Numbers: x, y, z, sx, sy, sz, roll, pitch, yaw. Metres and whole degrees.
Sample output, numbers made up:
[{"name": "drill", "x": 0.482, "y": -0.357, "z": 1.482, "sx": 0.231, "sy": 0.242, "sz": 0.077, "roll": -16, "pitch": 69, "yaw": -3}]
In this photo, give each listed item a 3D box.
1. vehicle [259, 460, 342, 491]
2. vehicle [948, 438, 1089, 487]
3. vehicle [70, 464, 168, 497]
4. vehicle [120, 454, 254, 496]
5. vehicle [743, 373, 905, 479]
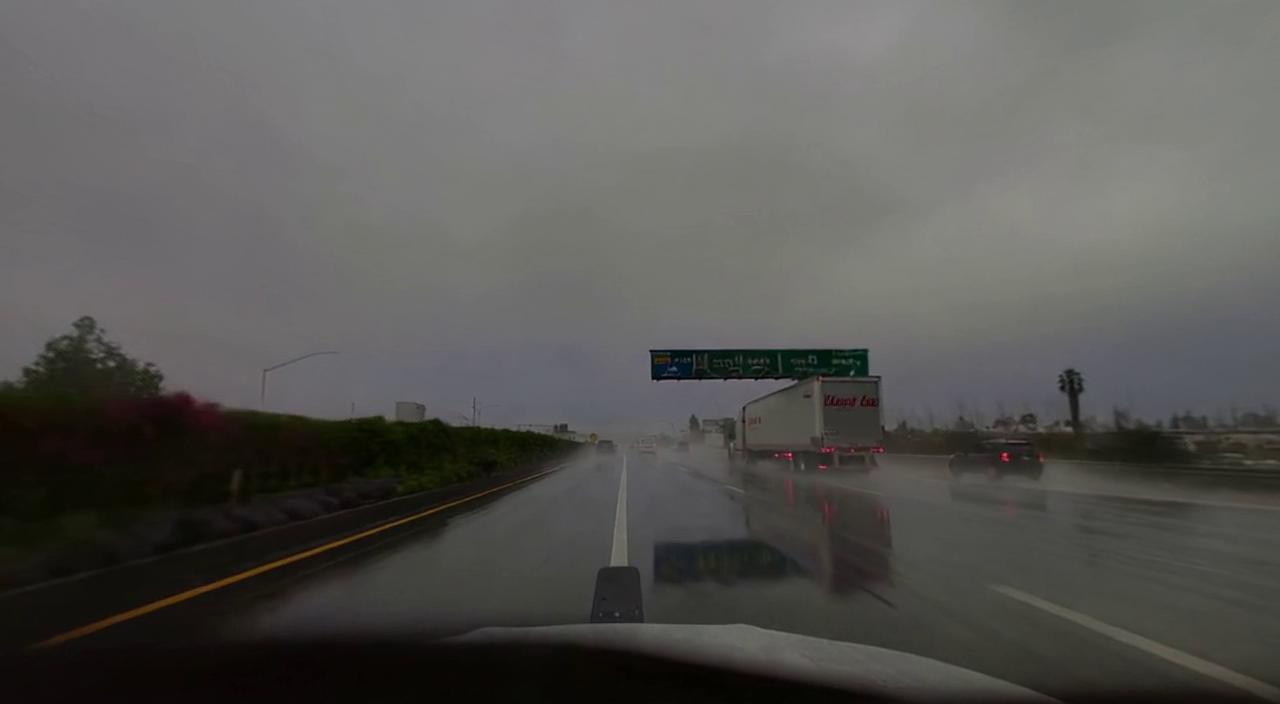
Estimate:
[{"name": "vehicle", "x": -18.234, "y": 6.623, "z": 34.219, "sx": 1.996, "sy": 1.446, "sz": 4.592, "roll": 0, "pitch": -9, "yaw": -1}, {"name": "vehicle", "x": 12.490, "y": 3.651, "z": 21.238, "sx": 1.862, "sy": 1.462, "sz": 4.459, "roll": 0, "pitch": -9, "yaw": -2}, {"name": "vehicle", "x": -33.355, "y": 8.204, "z": 40.676, "sx": 2.005, "sy": 1.824, "sz": 4.923, "roll": -1, "pitch": -9, "yaw": 2}, {"name": "vehicle", "x": -22.496, "y": 6.082, "z": 31.838, "sx": 2.343, "sy": 1.836, "sz": 6.191, "roll": 0, "pitch": -9, "yaw": -2}, {"name": "vehicle", "x": 8.486, "y": 4.089, "z": 32.818, "sx": 2.892, "sy": 4.128, "sz": 16.495, "roll": 0, "pitch": -9, "yaw": -2}]
